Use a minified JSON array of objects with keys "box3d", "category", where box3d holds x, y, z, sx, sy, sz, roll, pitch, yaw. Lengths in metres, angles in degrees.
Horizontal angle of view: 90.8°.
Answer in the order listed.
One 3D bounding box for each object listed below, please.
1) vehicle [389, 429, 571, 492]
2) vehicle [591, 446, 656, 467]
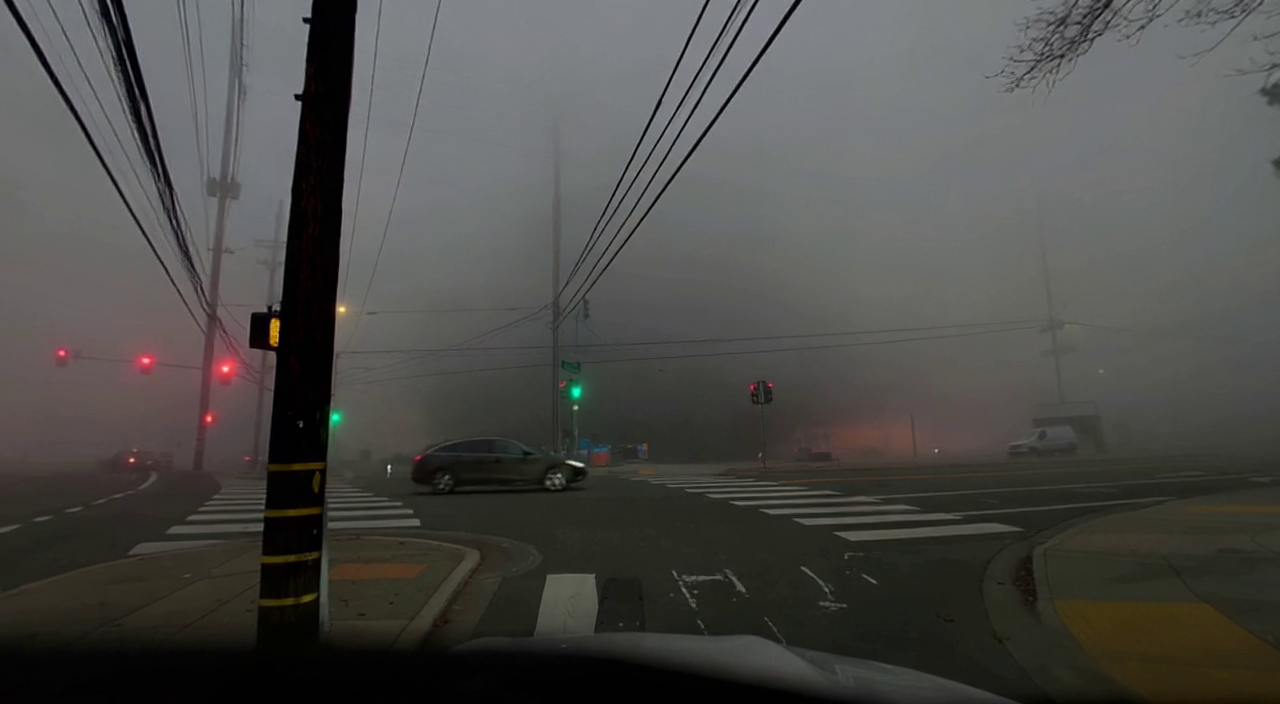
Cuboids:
[{"box3d":[-4.355,3.035,17.816,4.530,1.648,2.075,0,-8,0],"category":"vehicle"},{"box3d":[-1.152,7.548,45.816,4.391,1.451,1.717,4,-9,-26],"category":"vehicle"}]
